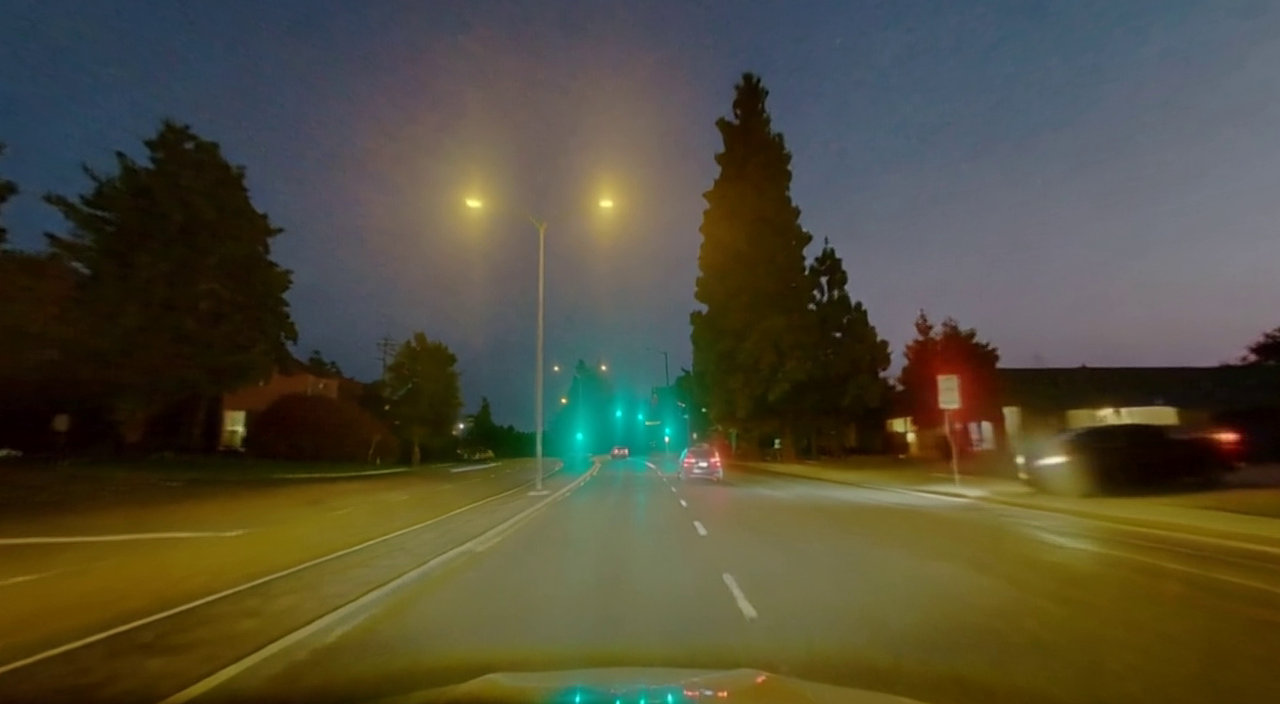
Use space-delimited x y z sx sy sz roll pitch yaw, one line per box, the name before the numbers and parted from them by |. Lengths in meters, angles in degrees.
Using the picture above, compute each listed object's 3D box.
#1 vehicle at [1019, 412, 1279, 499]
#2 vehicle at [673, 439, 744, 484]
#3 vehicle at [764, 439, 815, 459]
vehicle | 11.402 2.328 14.297 4.202 1.794 2.063 0 -9 0
vehicle | 2.410 3.989 23.230 1.960 1.479 4.086 0 -9 -2
vehicle | 11.796 7.682 49.865 3.635 1.482 1.879 -1 -9 4
